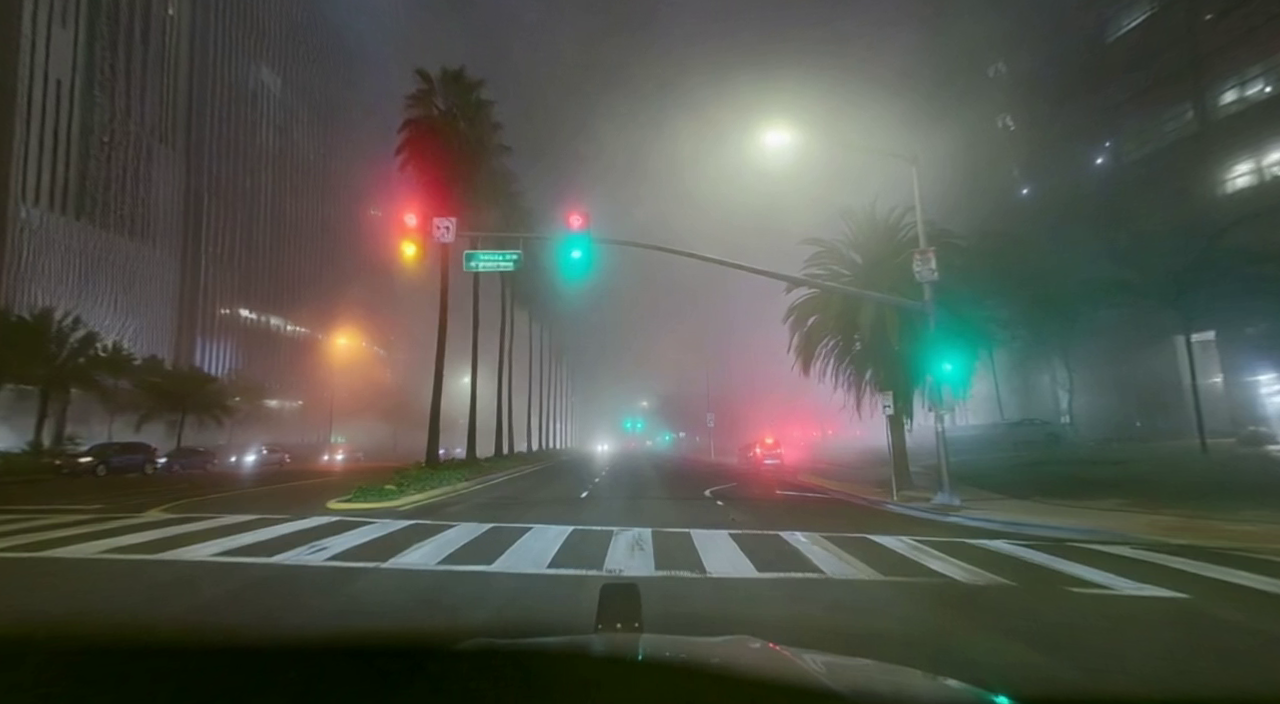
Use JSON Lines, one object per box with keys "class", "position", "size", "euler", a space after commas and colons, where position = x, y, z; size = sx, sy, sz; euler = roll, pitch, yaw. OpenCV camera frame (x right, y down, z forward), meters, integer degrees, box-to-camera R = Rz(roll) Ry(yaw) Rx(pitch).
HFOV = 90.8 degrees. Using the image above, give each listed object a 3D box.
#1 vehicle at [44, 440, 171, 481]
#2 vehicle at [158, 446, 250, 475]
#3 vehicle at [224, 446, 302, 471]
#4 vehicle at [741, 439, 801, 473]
{"class": "vehicle", "position": [-24.338, 4.953, 29.139], "size": [1.891, 1.737, 4.597], "euler": [0, -8, -2]}
{"class": "vehicle", "position": [-24.223, 6.013, 35.330], "size": [1.792, 1.461, 4.569], "euler": [0, -8, 1]}
{"class": "vehicle", "position": [-24.304, 6.838, 41.015], "size": [1.905, 1.496, 4.960], "euler": [-1, -9, 2]}
{"class": "vehicle", "position": [7.109, 5.684, 34.763], "size": [2.225, 1.727, 4.418], "euler": [0, -9, -2]}
